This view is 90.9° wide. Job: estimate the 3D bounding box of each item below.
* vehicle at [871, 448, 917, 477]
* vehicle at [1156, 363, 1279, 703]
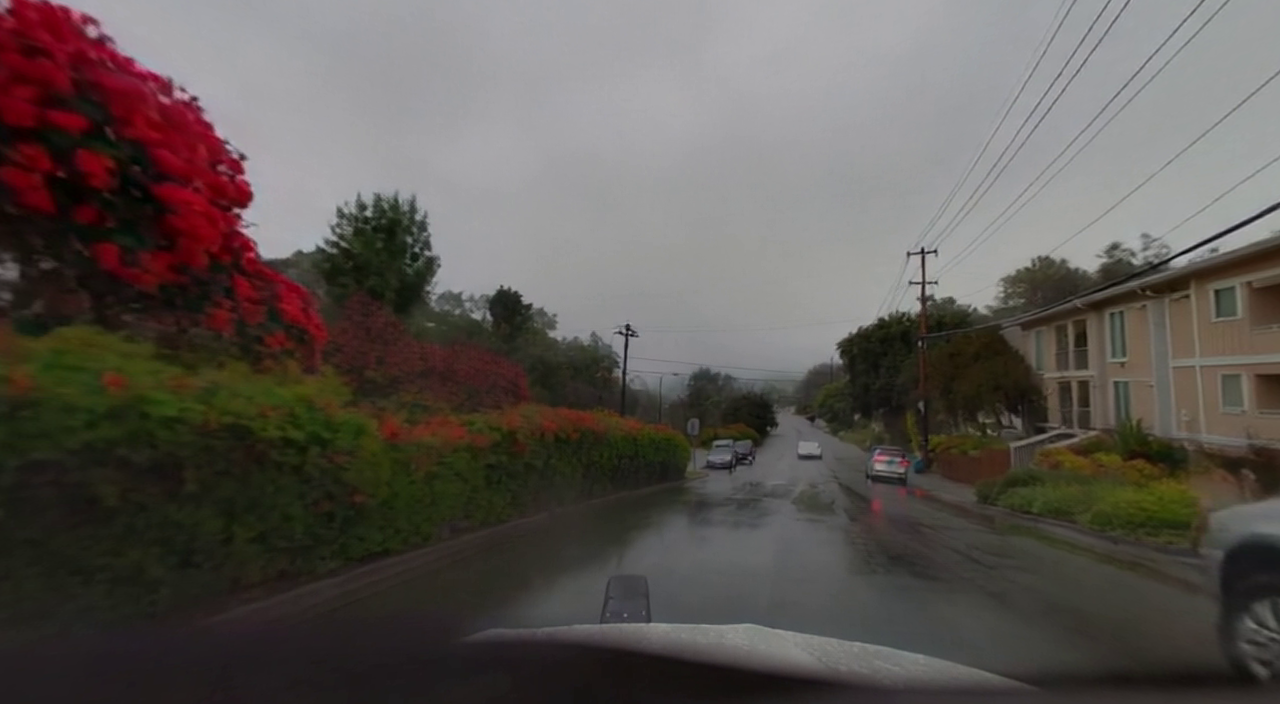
[{"bbox_3d":[14.414,6.220,35.782,2.151,1.468,5.066,-4,-9,21],"label":"vehicle"},{"bbox_3d":[4.372,0.730,1.496,2.311,1.909,5.570,-2,-8,10],"label":"vehicle"}]
